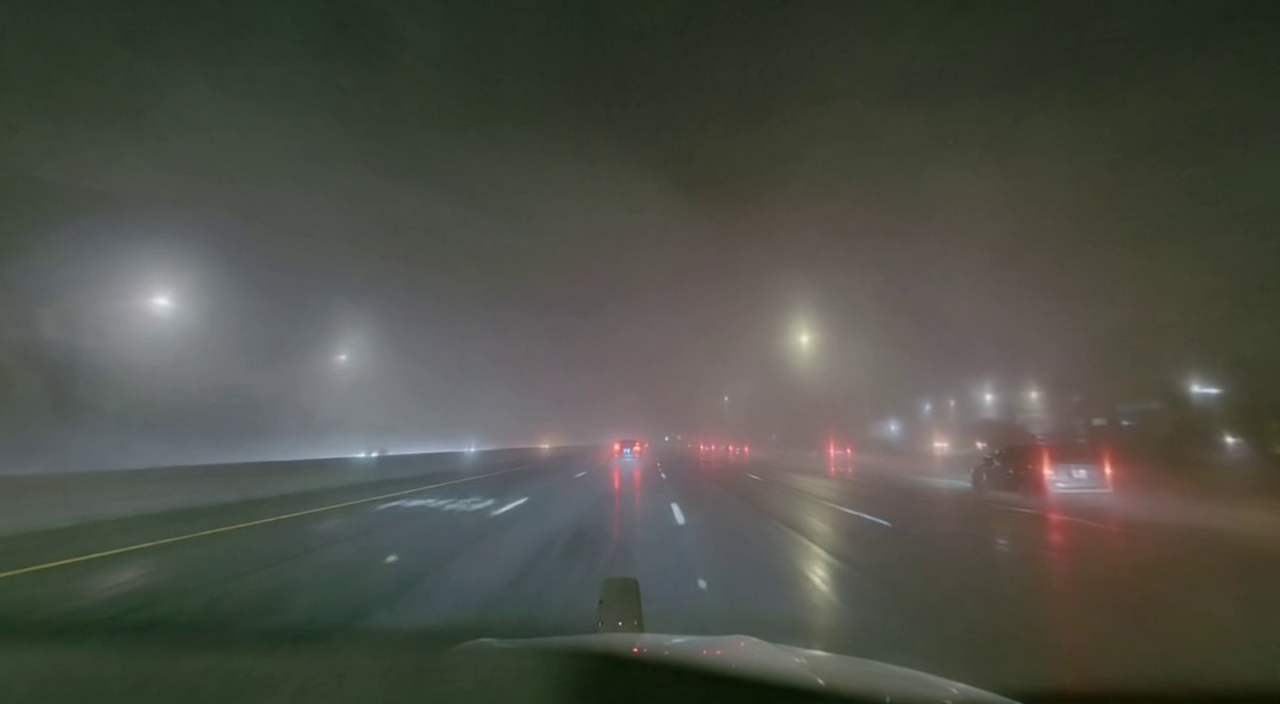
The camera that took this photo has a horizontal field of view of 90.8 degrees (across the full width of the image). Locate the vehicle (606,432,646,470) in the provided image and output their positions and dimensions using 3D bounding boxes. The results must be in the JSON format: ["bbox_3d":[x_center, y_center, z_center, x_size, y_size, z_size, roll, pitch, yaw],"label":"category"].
[{"bbox_3d":[-0.653,5.194,33.126,1.893,1.827,4.513,0,-8,1],"label":"vehicle"}]

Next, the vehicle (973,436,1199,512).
[{"bbox_3d":[9.810,2.692,14.471,1.900,1.432,4.519,0,-8,0],"label":"vehicle"}]
